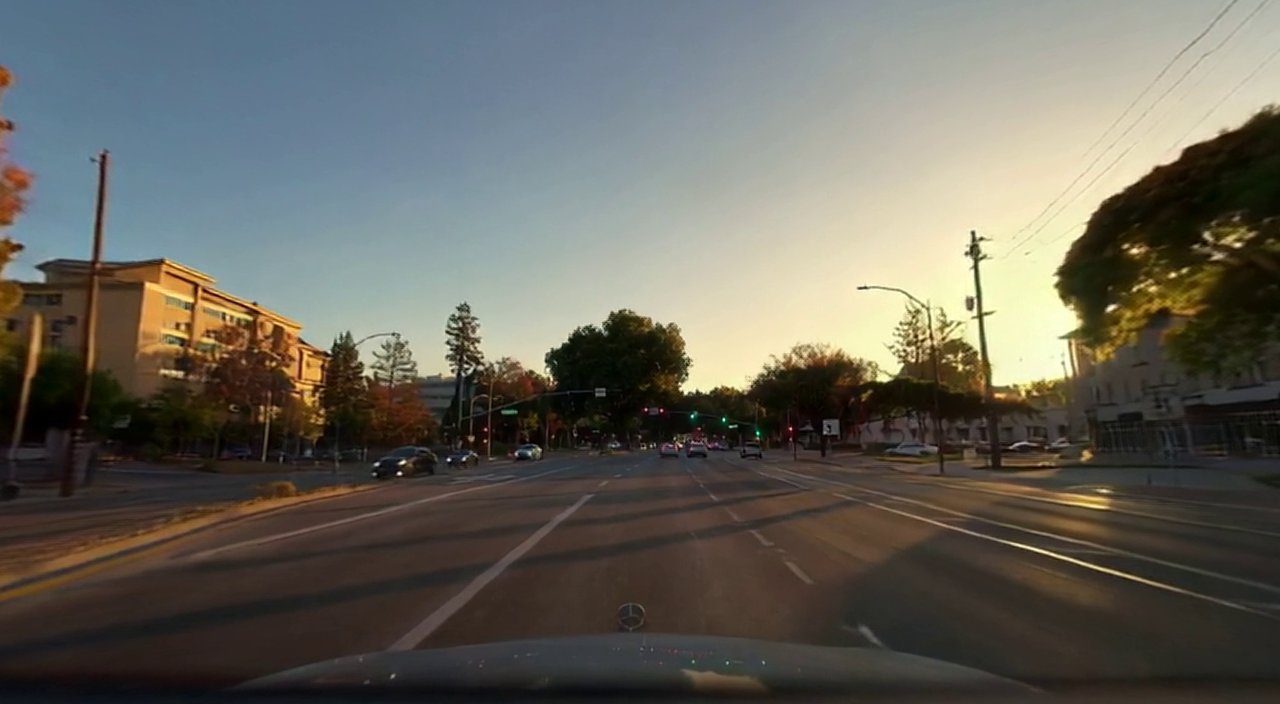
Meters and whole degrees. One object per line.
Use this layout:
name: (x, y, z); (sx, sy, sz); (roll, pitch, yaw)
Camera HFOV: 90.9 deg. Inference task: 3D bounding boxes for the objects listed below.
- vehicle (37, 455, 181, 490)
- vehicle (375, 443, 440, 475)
vehicle: (-23.674, 5.376, 28.254); (4.606, 1.458, 1.837); (1, -8, -5)
vehicle: (-13.366, 6.165, 36.539); (1.940, 1.690, 4.447); (0, -8, 2)
